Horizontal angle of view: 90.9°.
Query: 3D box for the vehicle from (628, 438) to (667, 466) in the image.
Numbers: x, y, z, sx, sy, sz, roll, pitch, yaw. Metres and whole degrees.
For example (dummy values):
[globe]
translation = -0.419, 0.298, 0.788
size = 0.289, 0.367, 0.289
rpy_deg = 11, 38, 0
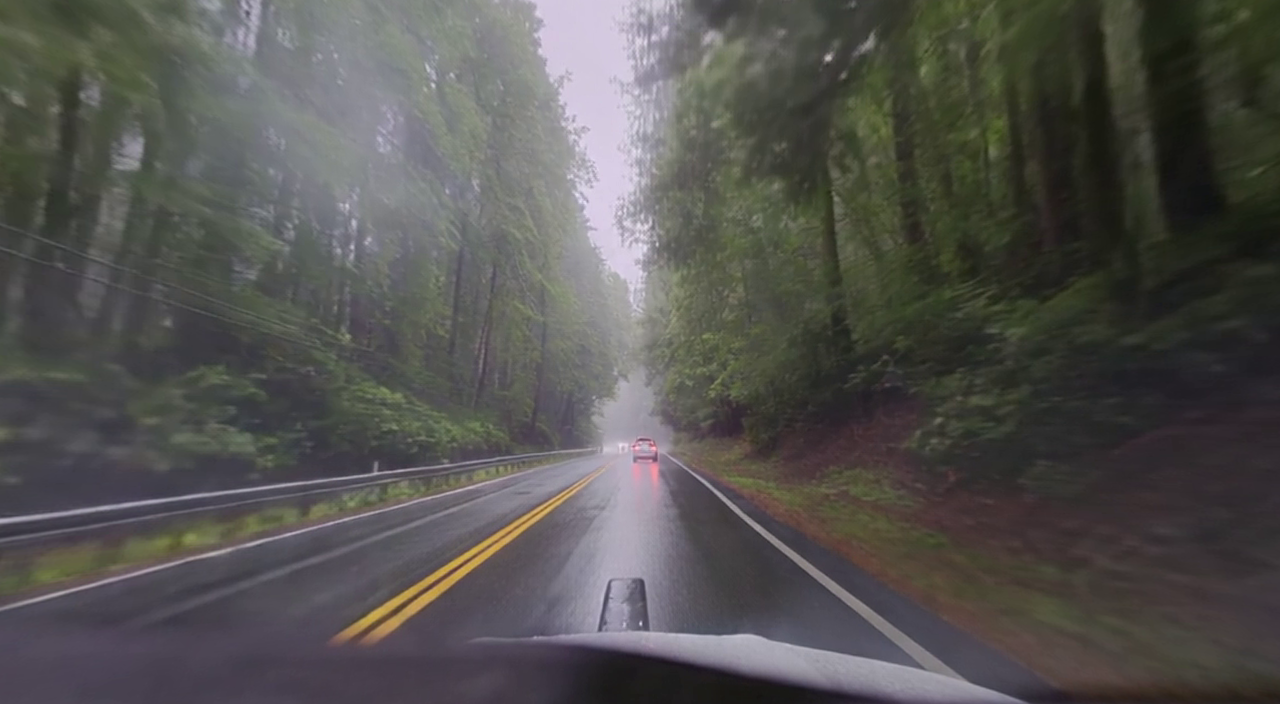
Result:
[vehicle]
translation = 0.437, 5.681, 35.984
size = 2.120, 1.491, 4.349
rpy_deg = 0, -8, 1
